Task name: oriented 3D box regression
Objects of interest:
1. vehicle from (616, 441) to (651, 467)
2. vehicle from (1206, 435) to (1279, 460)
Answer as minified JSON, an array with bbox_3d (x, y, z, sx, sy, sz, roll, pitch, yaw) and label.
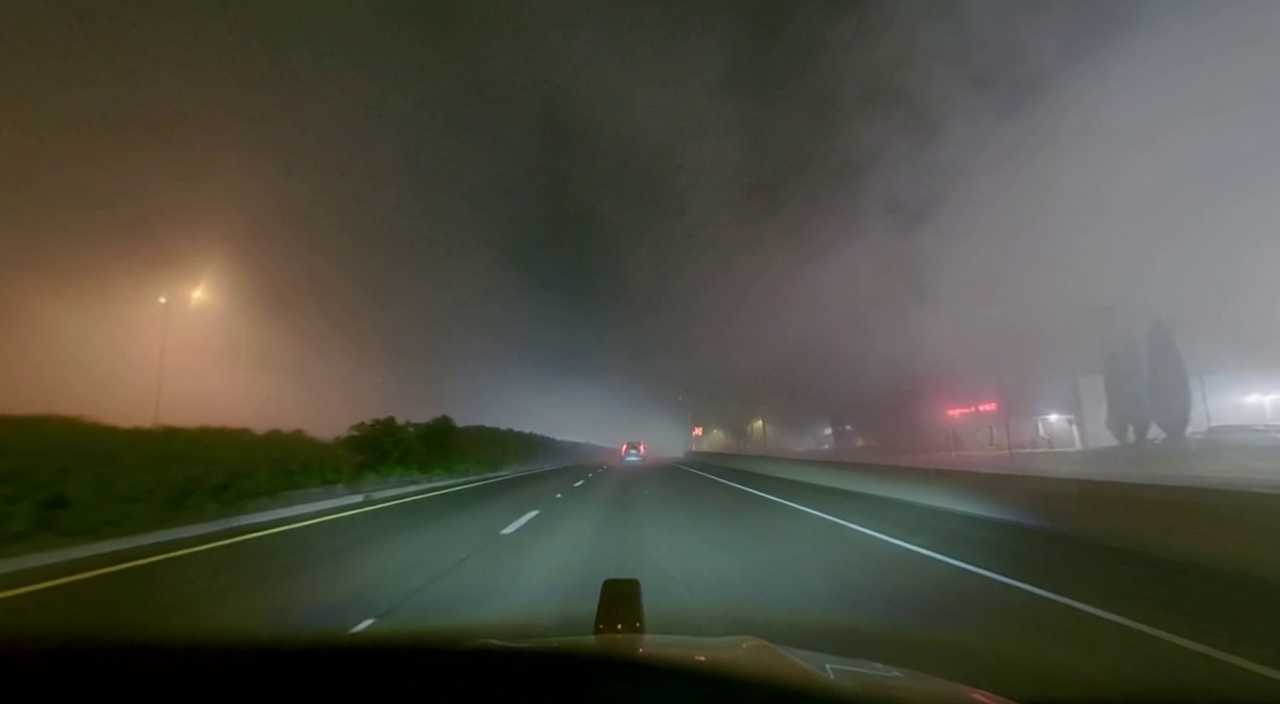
[{"bbox_3d":[-0.430,6.511,40.246,2.110,1.555,4.431,0,-9,0],"label":"vehicle"},{"bbox_3d":[39.775,6.223,40.998,3.996,1.517,1.846,1,-9,-2],"label":"vehicle"}]
